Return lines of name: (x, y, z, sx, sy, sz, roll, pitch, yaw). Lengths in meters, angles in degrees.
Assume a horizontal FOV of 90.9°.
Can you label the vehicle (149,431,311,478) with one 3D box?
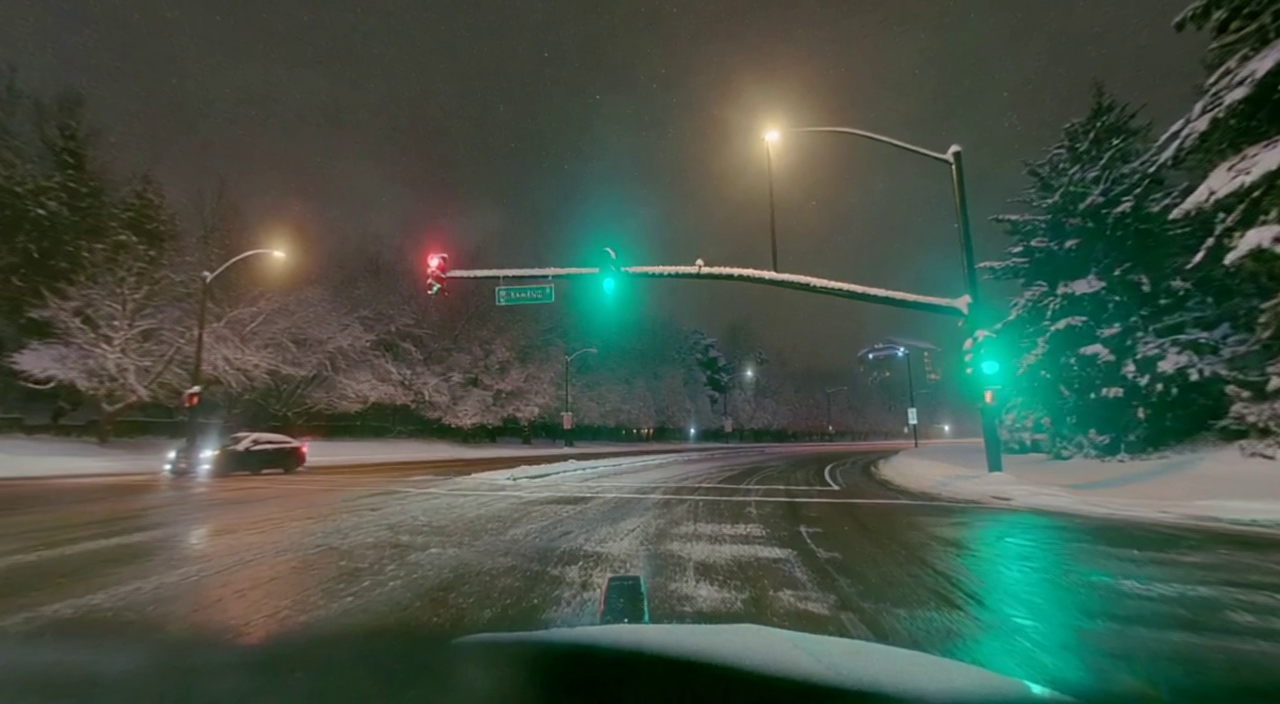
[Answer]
vehicle: (-14.287, 3.607, 22.380, 1.853, 1.487, 4.691, -2, -9, 14)
